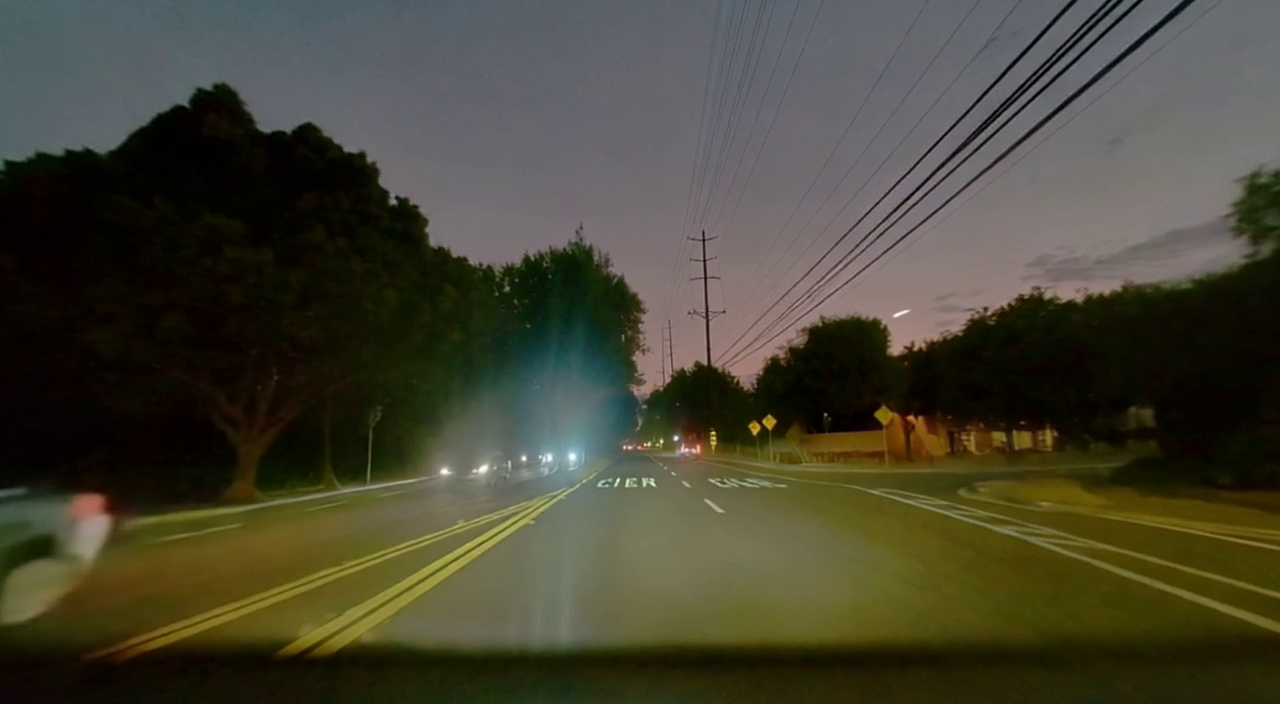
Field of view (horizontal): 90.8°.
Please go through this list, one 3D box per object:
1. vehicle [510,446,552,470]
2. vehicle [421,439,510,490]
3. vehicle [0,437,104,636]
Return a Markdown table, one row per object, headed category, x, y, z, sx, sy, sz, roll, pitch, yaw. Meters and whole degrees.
| category | x | y | z | sx | sy | sz | roll | pitch | yaw |
| --- | --- | --- | --- | --- | --- | --- | --- | --- | --- |
| vehicle | -7.237 | 7.058 | 42.348 | 2.056 | 1.516 | 4.386 | 0 | -9 | 0 |
| vehicle | -6.396 | 4.169 | 23.800 | 2.157 | 1.711 | 4.460 | 0 | -9 | -1 |
| vehicle | -5.789 | 1.171 | 3.317 | 2.043 | 1.484 | 4.532 | 0 | -9 | -2 |
